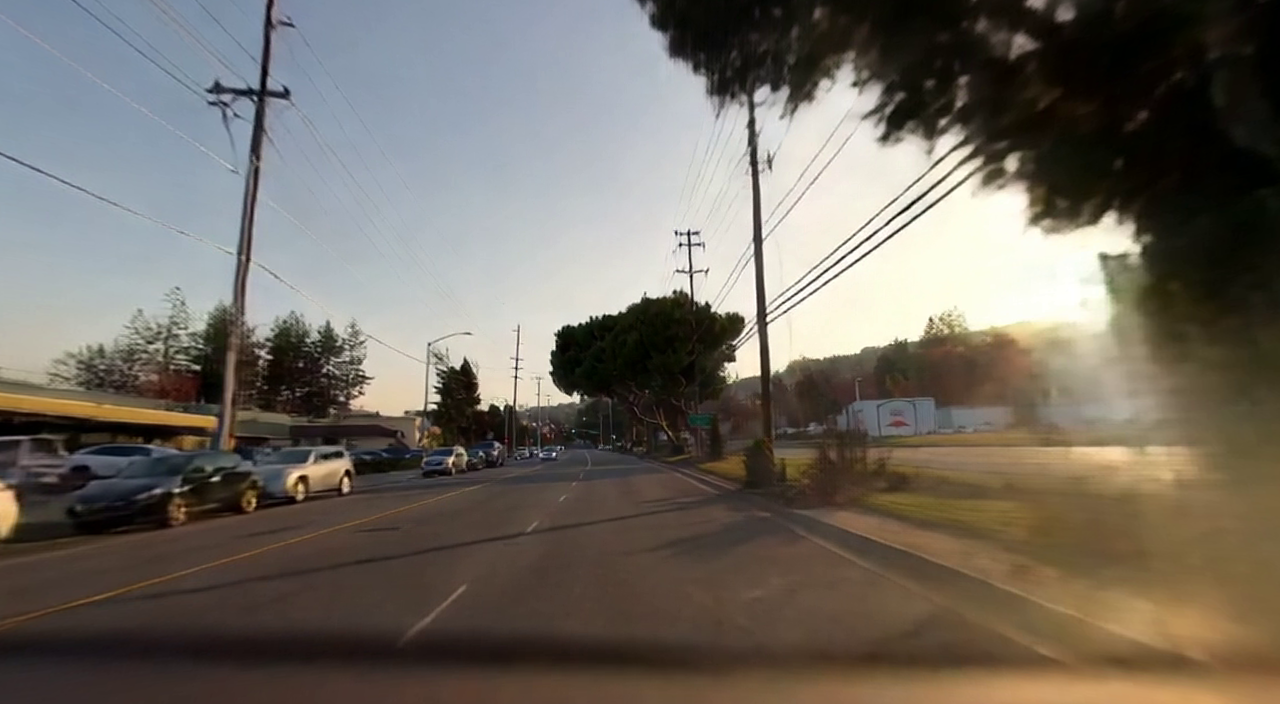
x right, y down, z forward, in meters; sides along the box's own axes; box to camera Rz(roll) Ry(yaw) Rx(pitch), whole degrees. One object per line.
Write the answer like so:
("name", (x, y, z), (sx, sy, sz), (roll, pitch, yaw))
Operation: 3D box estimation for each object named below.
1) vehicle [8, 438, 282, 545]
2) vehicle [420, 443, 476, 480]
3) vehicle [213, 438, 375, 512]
("vehicle", (-9.565, 2.684, 12.874), (2.027, 1.719, 4.575), (0, -9, -3))
("vehicle", (-10.670, 6.088, 35.452), (2.016, 1.872, 5.297), (0, -9, -6))
("vehicle", (-9.723, 3.471, 18.402), (1.983, 1.799, 5.276), (0, -9, -3))
